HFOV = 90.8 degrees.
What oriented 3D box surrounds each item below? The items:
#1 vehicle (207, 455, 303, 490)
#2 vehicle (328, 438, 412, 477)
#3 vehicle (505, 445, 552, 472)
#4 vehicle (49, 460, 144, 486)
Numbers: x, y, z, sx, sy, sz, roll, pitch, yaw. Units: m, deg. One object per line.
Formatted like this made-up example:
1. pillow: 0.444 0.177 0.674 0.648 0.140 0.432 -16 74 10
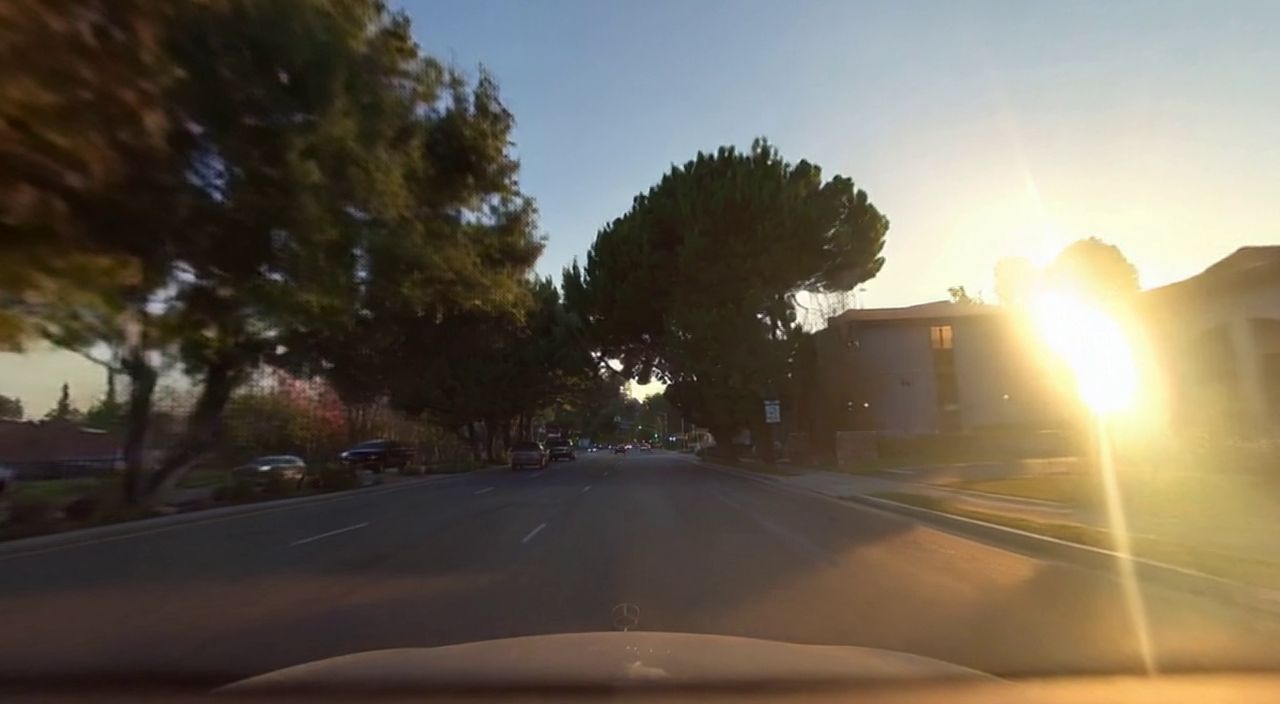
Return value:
1. vehicle: -17.942 5.602 29.734 1.794 1.449 4.384 0 -9 -1
2. vehicle: -15.065 5.910 35.669 2.326 2.030 5.373 0 -9 1
3. vehicle: -6.492 6.238 37.303 1.970 1.456 4.441 0 -9 0
4. vehicle: -34.257 7.623 39.911 4.194 1.486 1.883 0 -9 -1
